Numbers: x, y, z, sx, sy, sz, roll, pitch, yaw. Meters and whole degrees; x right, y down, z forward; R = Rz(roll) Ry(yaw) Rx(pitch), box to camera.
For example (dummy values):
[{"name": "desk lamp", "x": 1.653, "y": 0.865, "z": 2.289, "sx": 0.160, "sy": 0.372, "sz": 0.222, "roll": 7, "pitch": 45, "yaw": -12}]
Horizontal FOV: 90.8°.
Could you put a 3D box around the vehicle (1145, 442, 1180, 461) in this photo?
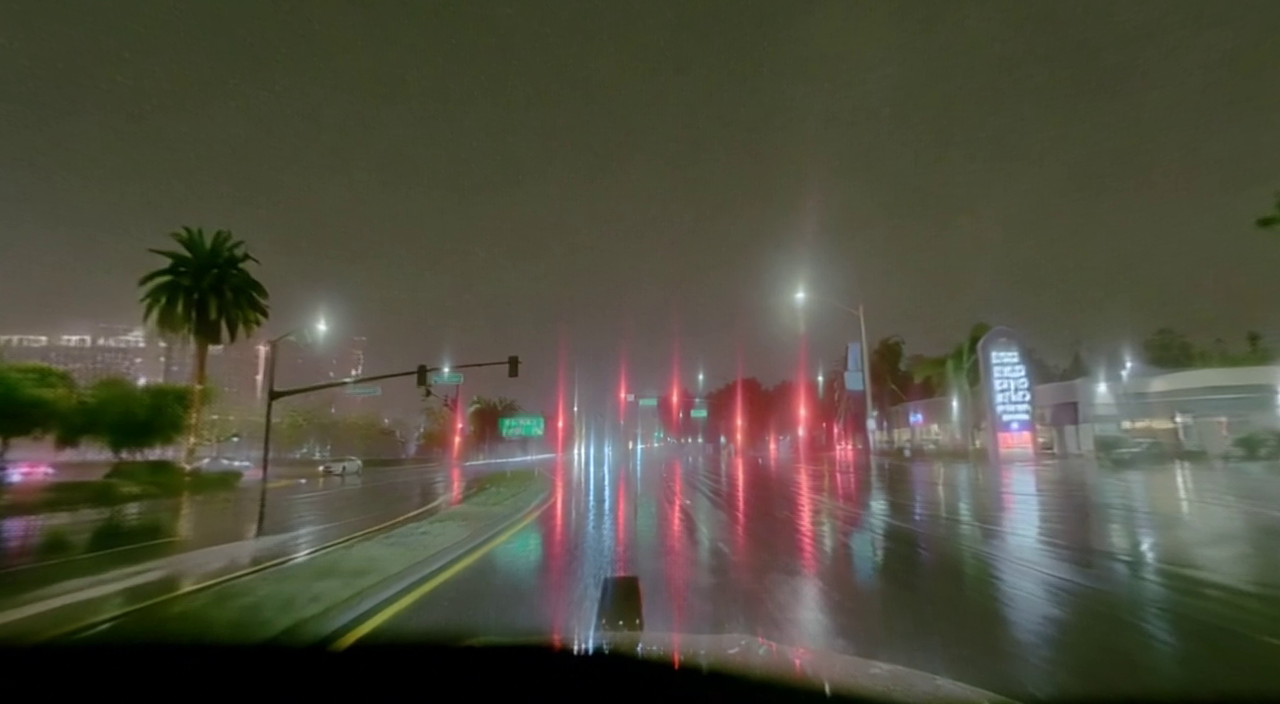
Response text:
[{"name": "vehicle", "x": 41.417, "y": 7.887, "z": 49.999, "sx": 1.821, "sy": 1.442, "sz": 3.914, "roll": -8, "pitch": -11, "yaw": 41}]

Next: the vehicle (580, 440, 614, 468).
[{"name": "vehicle", "x": -2.692, "y": 6.343, "z": 39.305, "sx": 1.990, "sy": 1.639, "sz": 3.885, "roll": 0, "pitch": -9, "yaw": -5}]
